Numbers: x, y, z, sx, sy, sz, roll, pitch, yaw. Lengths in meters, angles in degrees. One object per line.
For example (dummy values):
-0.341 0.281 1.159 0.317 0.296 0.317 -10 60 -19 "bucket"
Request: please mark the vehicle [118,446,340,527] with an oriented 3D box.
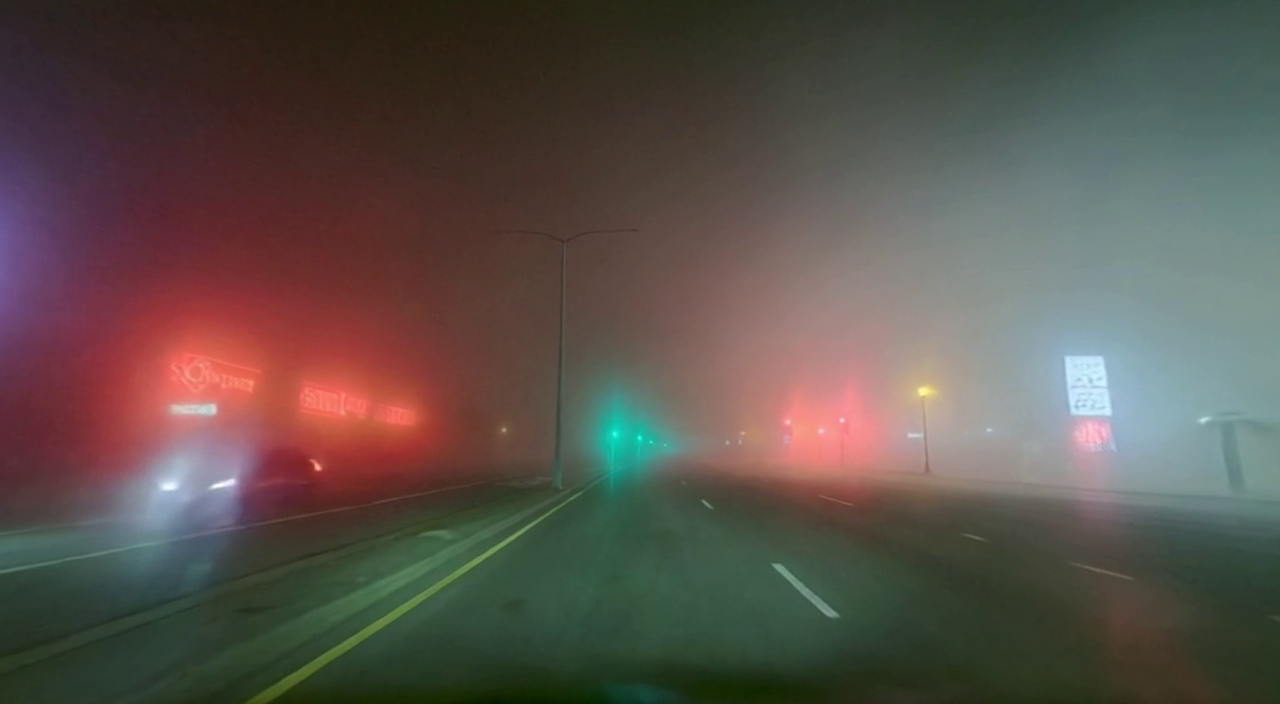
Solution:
-8.642 2.812 13.841 1.866 1.463 4.378 0 -9 1 "vehicle"
